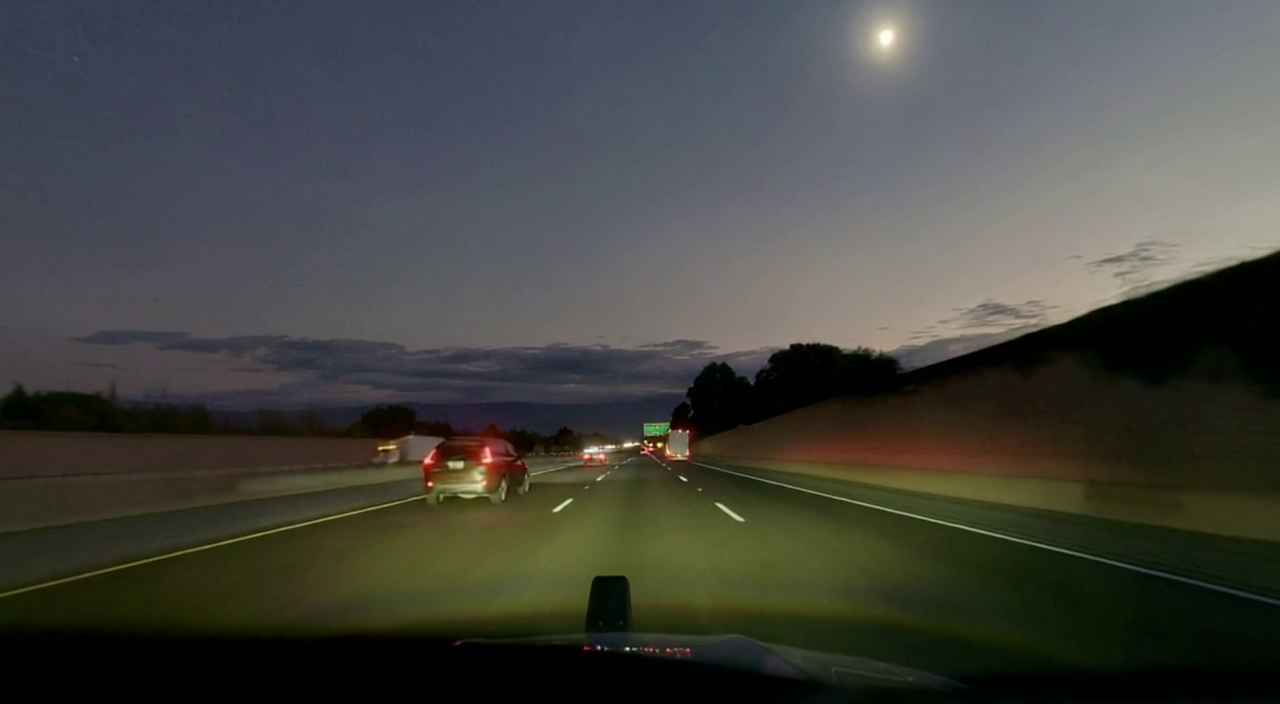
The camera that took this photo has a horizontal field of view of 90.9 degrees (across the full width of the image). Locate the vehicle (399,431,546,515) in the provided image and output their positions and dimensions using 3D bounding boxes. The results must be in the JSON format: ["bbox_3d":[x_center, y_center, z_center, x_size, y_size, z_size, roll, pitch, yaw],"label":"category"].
[{"bbox_3d":[-3.840,2.893,15.621,2.138,1.720,5.186,0,-9,1],"label":"vehicle"}]

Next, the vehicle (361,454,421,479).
[{"bbox_3d":[-15.713,7.229,40.018,1.984,1.494,4.391,0,-9,1],"label":"vehicle"}]

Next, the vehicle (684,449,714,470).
[{"bbox_3d":[4.414,8.065,47.422,1.873,1.529,3.953,0,-9,0],"label":"vehicle"}]
